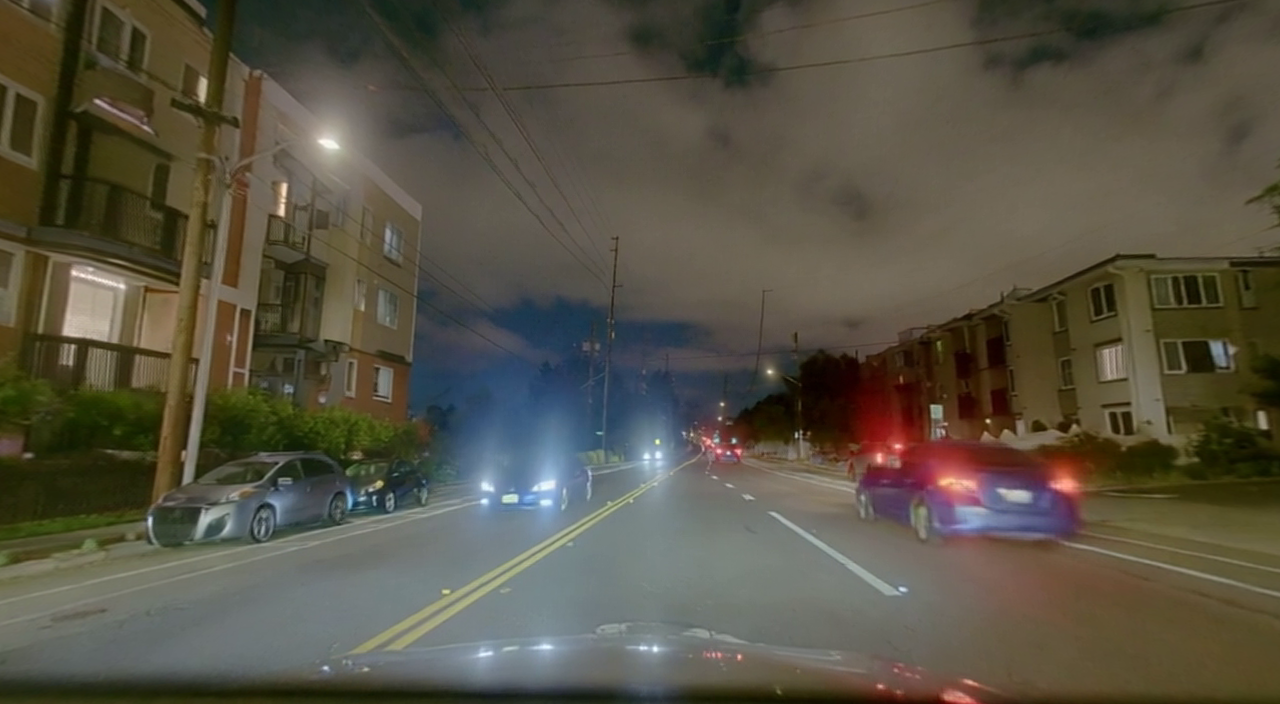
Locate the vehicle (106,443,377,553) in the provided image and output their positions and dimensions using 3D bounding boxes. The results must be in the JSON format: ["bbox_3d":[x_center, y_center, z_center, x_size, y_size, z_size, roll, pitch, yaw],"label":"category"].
[{"bbox_3d":[-7.750,2.822,13.014,2.381,1.825,4.652,-1,-8,3],"label":"vehicle"}]

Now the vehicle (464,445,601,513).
[{"bbox_3d":[-2.470,3.068,15.806,2.155,1.436,4.501,-1,-8,7],"label":"vehicle"}]

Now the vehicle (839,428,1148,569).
[{"bbox_3d":[4.562,1.926,9.120,2.052,1.506,4.432,-1,-8,3],"label":"vehicle"}]

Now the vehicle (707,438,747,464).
[{"bbox_3d":[6.130,7.056,45.015,2.306,1.719,4.805,0,-8,2],"label":"vehicle"}]
